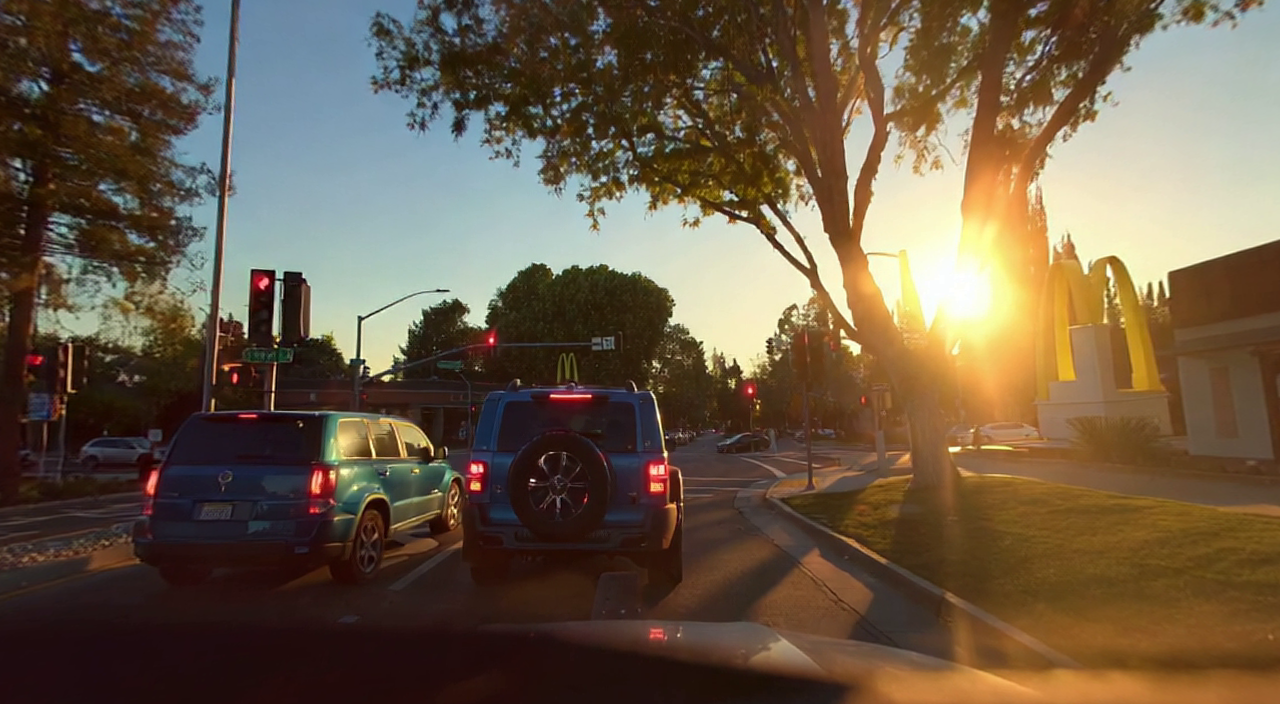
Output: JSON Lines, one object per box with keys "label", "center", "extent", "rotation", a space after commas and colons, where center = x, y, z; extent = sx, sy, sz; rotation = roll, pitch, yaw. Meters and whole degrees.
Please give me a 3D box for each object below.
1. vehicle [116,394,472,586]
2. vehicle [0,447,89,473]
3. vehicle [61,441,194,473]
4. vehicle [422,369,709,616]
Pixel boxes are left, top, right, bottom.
{"label": "vehicle", "center": [-3.911, 1.652, 8.345], "extent": [2.130, 1.819, 4.497], "rotation": [0, -8, 0]}
{"label": "vehicle", "center": [-36.025, 6.386, 37.561], "extent": [4.441, 1.447, 1.925], "rotation": [4, -9, -26]}
{"label": "vehicle", "center": [-25.247, 5.179, 31.365], "extent": [4.713, 1.445, 1.887], "rotation": [4, -9, -24]}
{"label": "vehicle", "center": [-0.628, 1.438, 7.341], "extent": [2.224, 1.923, 4.643], "rotation": [0, -8, -1]}
